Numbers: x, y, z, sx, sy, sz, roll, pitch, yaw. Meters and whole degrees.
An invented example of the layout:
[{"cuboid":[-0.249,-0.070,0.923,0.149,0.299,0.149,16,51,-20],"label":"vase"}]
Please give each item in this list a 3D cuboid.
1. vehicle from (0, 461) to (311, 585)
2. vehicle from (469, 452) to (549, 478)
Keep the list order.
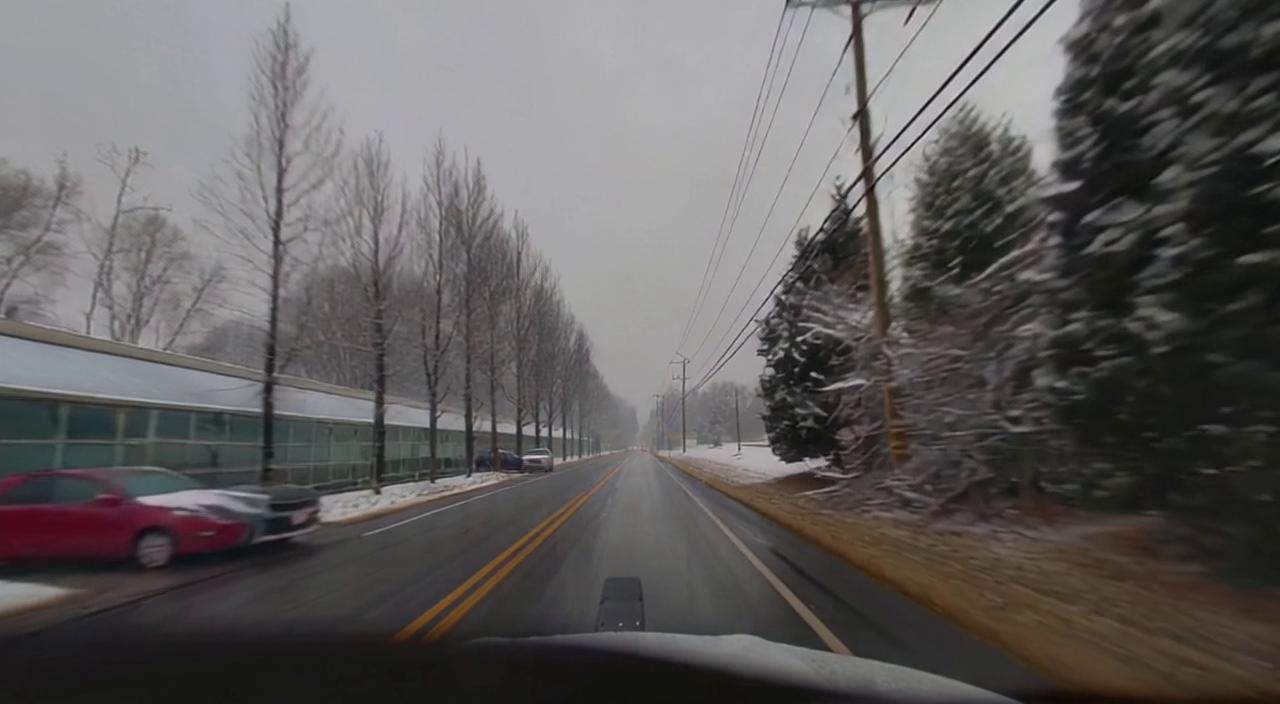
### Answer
[{"cuboid":[-7.872,2.384,9.392,4.954,1.449,2.141,-2,-9,12],"label":"vehicle"},{"cuboid":[-8.161,7.057,39.581,4.525,1.499,1.934,0,-8,1],"label":"vehicle"}]
